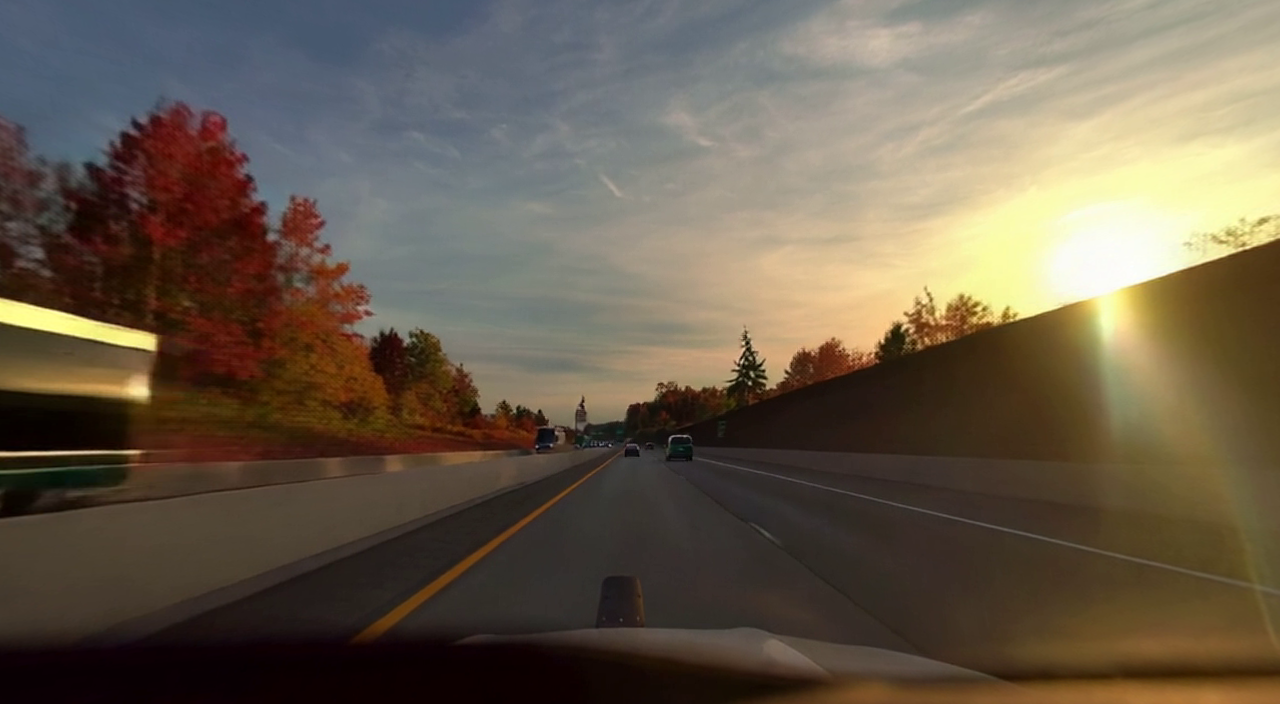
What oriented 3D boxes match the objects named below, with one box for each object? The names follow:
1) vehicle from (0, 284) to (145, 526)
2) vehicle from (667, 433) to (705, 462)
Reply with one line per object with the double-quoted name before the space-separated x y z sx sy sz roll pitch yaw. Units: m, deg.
"vehicle" -12.153 0.276 6.411 2.937 4.007 14.048 0 -8 0
"vehicle" 3.442 7.219 47.721 2.393 2.072 4.958 0 -8 -1
